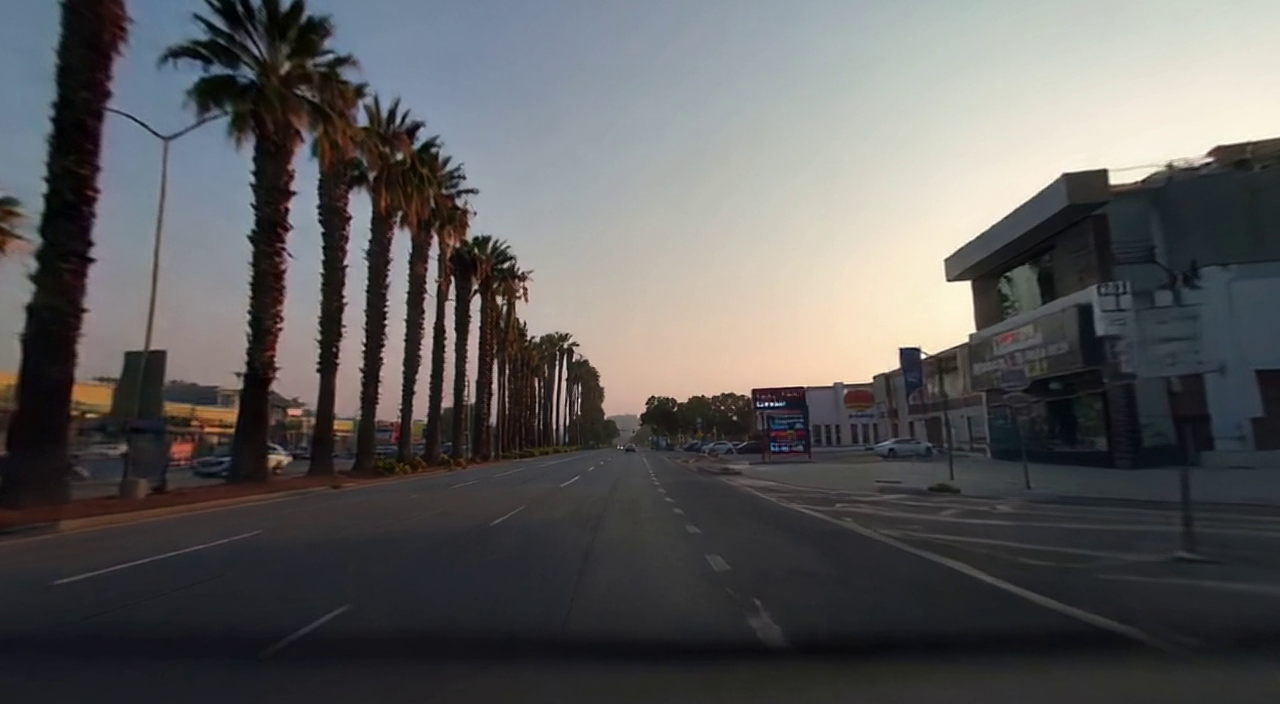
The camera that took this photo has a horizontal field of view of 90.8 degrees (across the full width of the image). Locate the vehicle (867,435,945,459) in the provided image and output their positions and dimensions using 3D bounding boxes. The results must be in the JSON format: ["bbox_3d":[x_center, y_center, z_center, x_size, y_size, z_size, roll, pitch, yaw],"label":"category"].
[{"bbox_3d":[18.813,6.704,44.780,4.552,1.649,2.187,0,-8,-4],"label":"vehicle"}]

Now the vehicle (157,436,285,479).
[{"bbox_3d":[-20.120,5.059,30.799,2.226,1.860,5.857,0,-8,0],"label":"vehicle"}]
